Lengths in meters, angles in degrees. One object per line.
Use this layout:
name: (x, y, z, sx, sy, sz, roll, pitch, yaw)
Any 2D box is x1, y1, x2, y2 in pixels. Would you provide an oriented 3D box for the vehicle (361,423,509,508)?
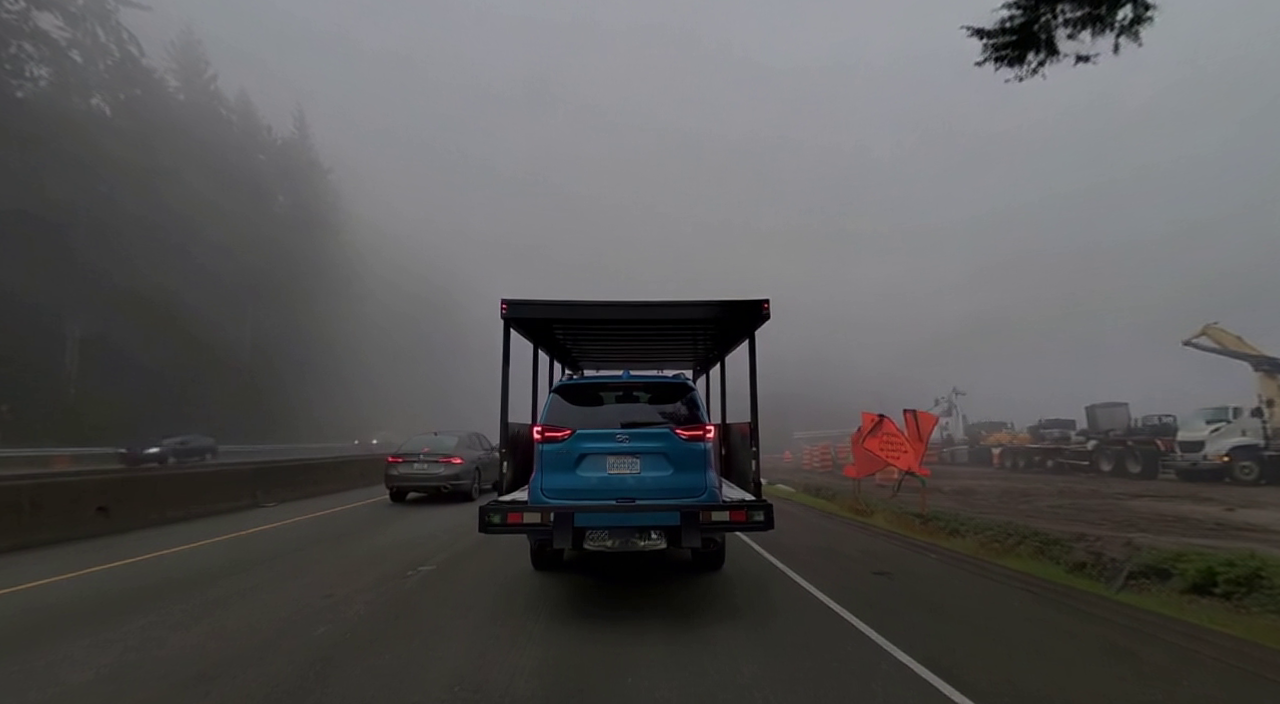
vehicle: (-4.534, 2.592, 14.839, 2.057, 1.665, 4.572, 0, -9, -2)

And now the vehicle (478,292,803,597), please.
vehicle: (-0.179, 1.534, 10.647, 2.735, 2.597, 10.435, 0, -9, -2)

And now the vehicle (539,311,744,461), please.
vehicle: (-0.066, 0.698, 9.063, 2.156, 1.604, 4.680, 0, -9, -2)

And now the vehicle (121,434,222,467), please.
vehicle: (-22.594, 4.754, 30.665, 1.826, 1.485, 4.128, 0, -9, -2)
